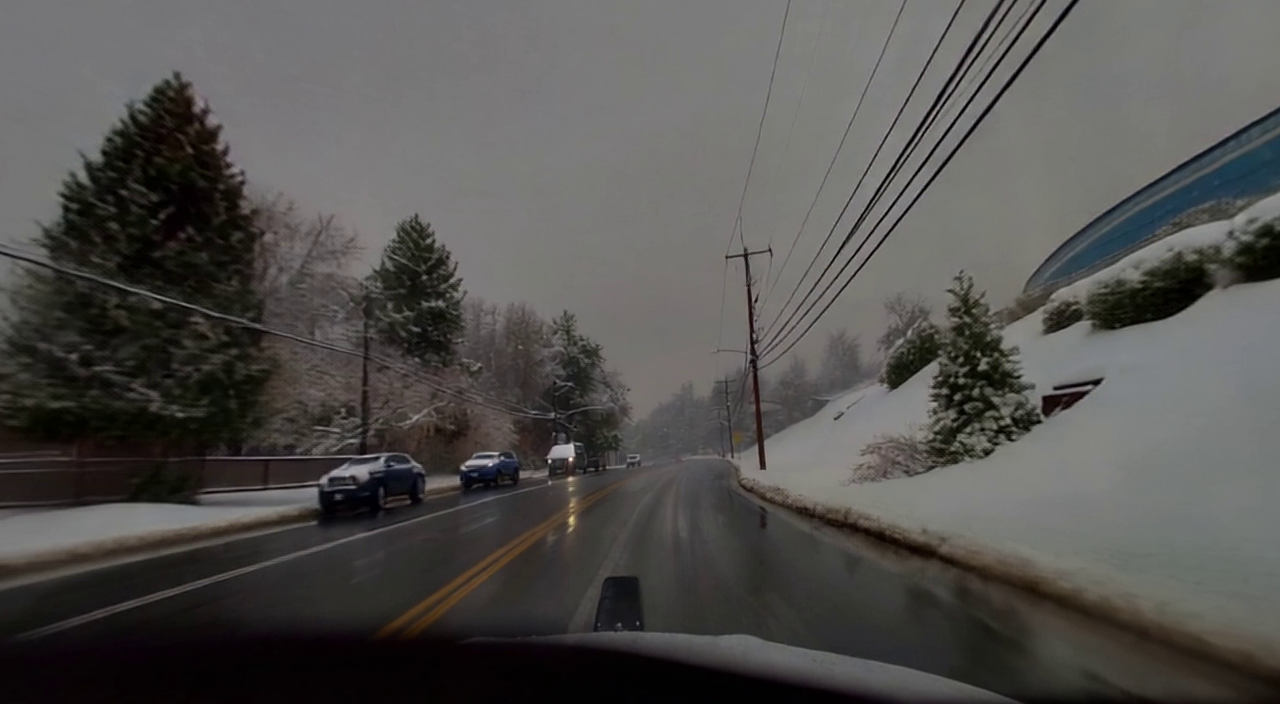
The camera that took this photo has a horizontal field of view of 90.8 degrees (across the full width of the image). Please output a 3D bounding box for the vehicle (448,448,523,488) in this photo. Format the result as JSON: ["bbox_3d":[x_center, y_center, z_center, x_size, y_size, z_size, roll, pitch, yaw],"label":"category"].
[{"bbox_3d":[-6.430,4.956,26.751,1.927,1.542,3.886,-2,-12,4],"label":"vehicle"}]

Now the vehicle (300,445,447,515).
[{"bbox_3d":[-7.093,3.509,17.435,1.840,1.523,4.333,3,-11,4],"label":"vehicle"}]

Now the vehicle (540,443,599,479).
[{"bbox_3d":[-4.396,6.913,40.243,2.295,1.989,5.055,-5,-10,9],"label":"vehicle"}]
